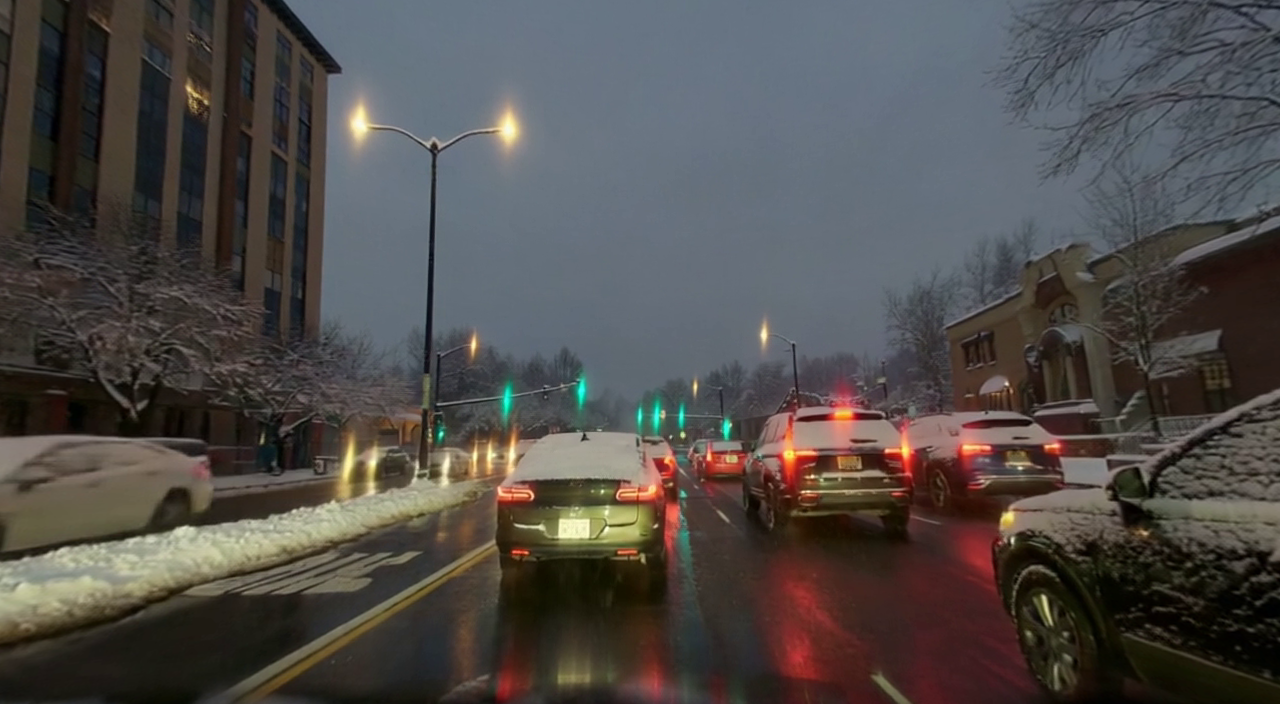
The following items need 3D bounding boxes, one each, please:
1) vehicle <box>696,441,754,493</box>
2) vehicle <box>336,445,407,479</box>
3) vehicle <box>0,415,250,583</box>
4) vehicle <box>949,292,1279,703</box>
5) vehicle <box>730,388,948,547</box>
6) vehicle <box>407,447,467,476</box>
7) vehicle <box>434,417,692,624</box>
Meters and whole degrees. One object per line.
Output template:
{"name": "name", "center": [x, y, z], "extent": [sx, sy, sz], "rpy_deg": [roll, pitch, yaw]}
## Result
{"name": "vehicle", "center": [2.956, 4.067, 22.656], "extent": [1.518, 1.650, 4.408], "rpy_deg": [0, -9, 1]}
{"name": "vehicle", "center": [-15.999, 6.550, 37.691], "extent": [2.077, 1.925, 4.626], "rpy_deg": [0, -9, 1]}
{"name": "vehicle", "center": [-8.717, 2.062, 9.520], "extent": [2.111, 2.002, 5.330], "rpy_deg": [0, -9, 1]}
{"name": "vehicle", "center": [3.163, 0.791, 2.134], "extent": [1.982, 1.960, 4.427], "rpy_deg": [0, -9, 1]}
{"name": "vehicle", "center": [3.540, 2.244, 12.843], "extent": [2.516, 2.481, 5.766], "rpy_deg": [0, -8, 0]}
{"name": "vehicle", "center": [-12.401, 6.701, 38.673], "extent": [2.005, 1.660, 4.676], "rpy_deg": [0, -9, 2]}
{"name": "vehicle", "center": [-0.597, 1.679, 7.225], "extent": [2.111, 1.676, 4.018], "rpy_deg": [0, -8, 1]}
